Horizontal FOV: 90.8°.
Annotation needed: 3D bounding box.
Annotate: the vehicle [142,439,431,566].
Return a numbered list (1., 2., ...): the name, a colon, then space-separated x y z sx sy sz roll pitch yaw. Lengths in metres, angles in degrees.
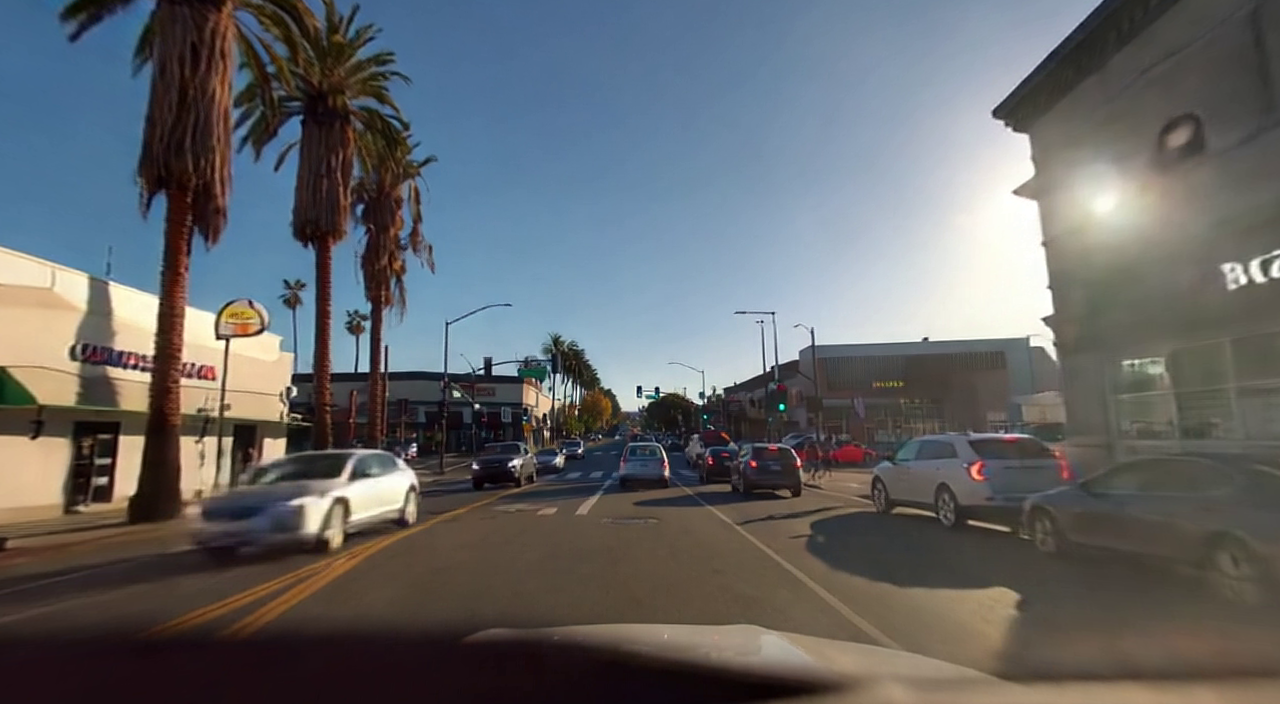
1. vehicle: -5.020 2.175 9.916 2.092 1.504 4.374 0 -9 -2

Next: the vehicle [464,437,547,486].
1. vehicle: -5.332 4.413 25.757 2.341 1.762 4.865 0 -9 -1

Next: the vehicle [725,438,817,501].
1. vehicle: 3.937 3.614 19.787 2.070 1.711 4.480 -1 -9 3

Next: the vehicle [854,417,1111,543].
1. vehicle: 6.149 2.363 12.354 1.981 1.893 5.238 0 -9 -1

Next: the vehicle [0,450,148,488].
1. vehicle: -25.687 5.239 28.709 1.873 1.507 4.809 -4 -9 23

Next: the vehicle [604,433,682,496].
1. vehicle: 0.034 3.612 20.667 2.264 1.798 4.531 0 -9 -1

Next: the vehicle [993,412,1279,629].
1. vehicle: 6.147 1.613 6.755 2.008 1.729 4.647 0 -9 0
